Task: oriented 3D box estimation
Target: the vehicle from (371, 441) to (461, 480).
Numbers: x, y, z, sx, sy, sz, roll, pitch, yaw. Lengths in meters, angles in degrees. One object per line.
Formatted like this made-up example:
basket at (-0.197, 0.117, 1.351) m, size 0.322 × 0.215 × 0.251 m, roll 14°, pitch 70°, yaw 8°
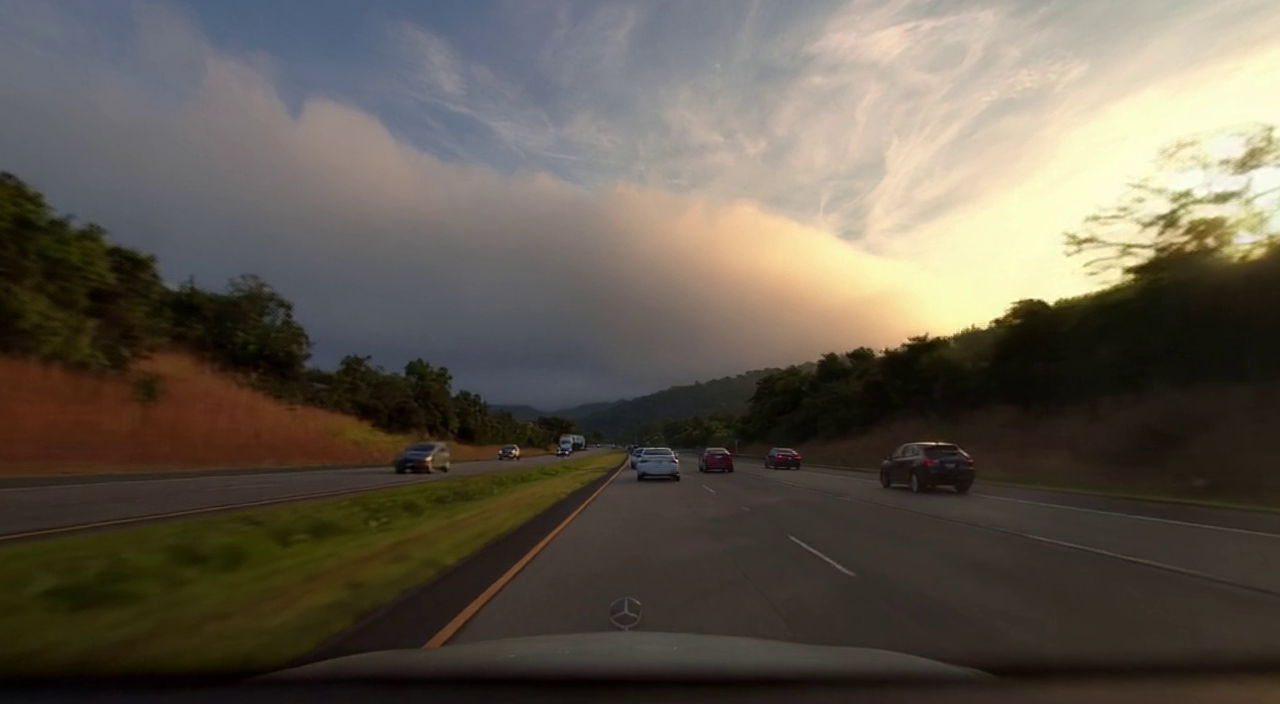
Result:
vehicle at (-9.197, 4.488, 26.299) m, size 1.990 × 1.466 × 4.544 m, roll -1°, pitch -9°, yaw 2°

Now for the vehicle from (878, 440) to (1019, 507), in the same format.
vehicle at (8.070, 3.186, 16.925) m, size 1.847 × 1.554 × 3.752 m, roll 0°, pitch -9°, yaw 0°

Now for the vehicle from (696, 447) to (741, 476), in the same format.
vehicle at (4.362, 6.185, 35.664) m, size 1.981 × 1.518 × 4.029 m, roll 0°, pitch -9°, yaw -1°

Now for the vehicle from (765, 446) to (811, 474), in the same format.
vehicle at (9.166, 6.716, 39.291) m, size 1.957 × 1.594 × 3.632 m, roll 0°, pitch -9°, yaw -1°

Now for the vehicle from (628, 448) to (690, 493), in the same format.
vehicle at (0.629, 4.146, 22.362) m, size 2.020 × 1.426 × 3.702 m, roll 0°, pitch -9°, yaw 0°
